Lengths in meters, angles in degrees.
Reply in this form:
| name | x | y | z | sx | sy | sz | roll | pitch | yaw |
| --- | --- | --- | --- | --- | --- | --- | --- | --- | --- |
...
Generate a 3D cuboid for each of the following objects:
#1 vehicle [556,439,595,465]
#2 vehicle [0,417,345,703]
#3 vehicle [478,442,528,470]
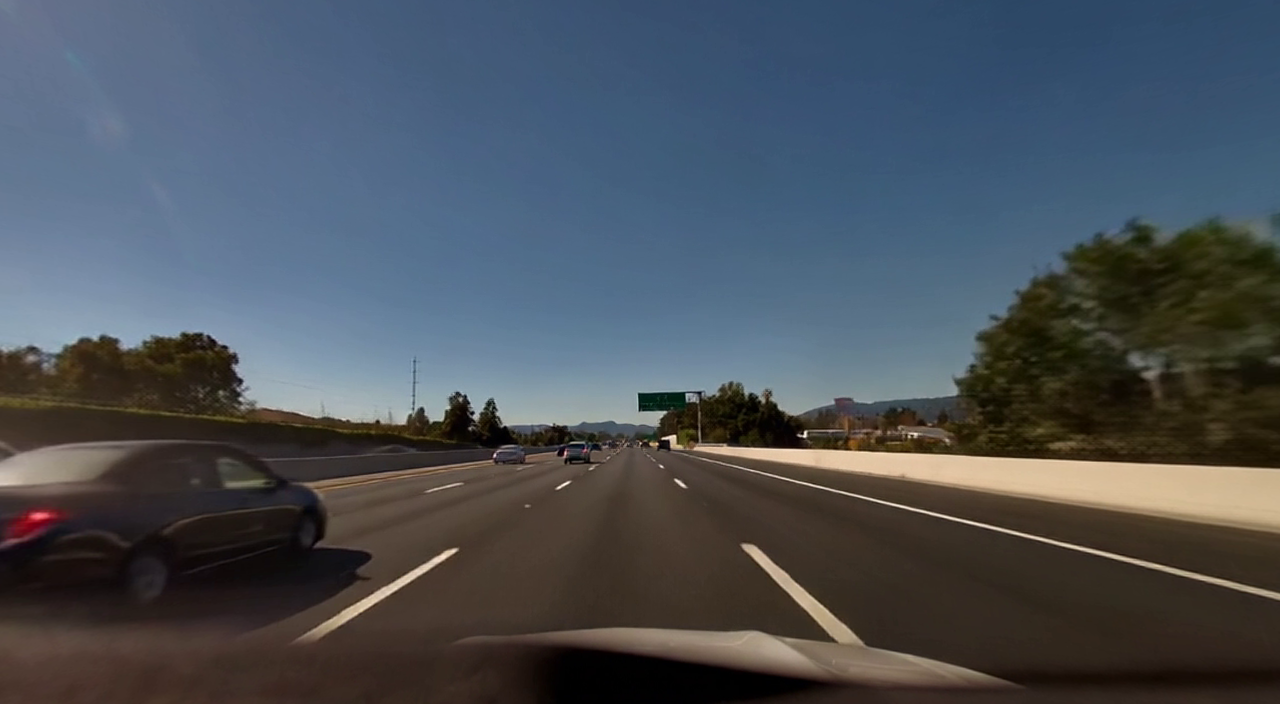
| name | x | y | z | sx | sy | sz | roll | pitch | yaw |
| --- | --- | --- | --- | --- | --- | --- | --- | --- | --- |
| vehicle | -4.388 | 6.897 | 43.576 | 2.200 | 1.662 | 5.091 | 0 | -8 | 0 |
| vehicle | -4.040 | 1.207 | 3.996 | 2.044 | 1.479 | 4.745 | 0 | -8 | 0 |
| vehicle | -8.060 | 6.140 | 37.476 | 1.924 | 1.519 | 4.791 | 0 | -8 | 0 |
